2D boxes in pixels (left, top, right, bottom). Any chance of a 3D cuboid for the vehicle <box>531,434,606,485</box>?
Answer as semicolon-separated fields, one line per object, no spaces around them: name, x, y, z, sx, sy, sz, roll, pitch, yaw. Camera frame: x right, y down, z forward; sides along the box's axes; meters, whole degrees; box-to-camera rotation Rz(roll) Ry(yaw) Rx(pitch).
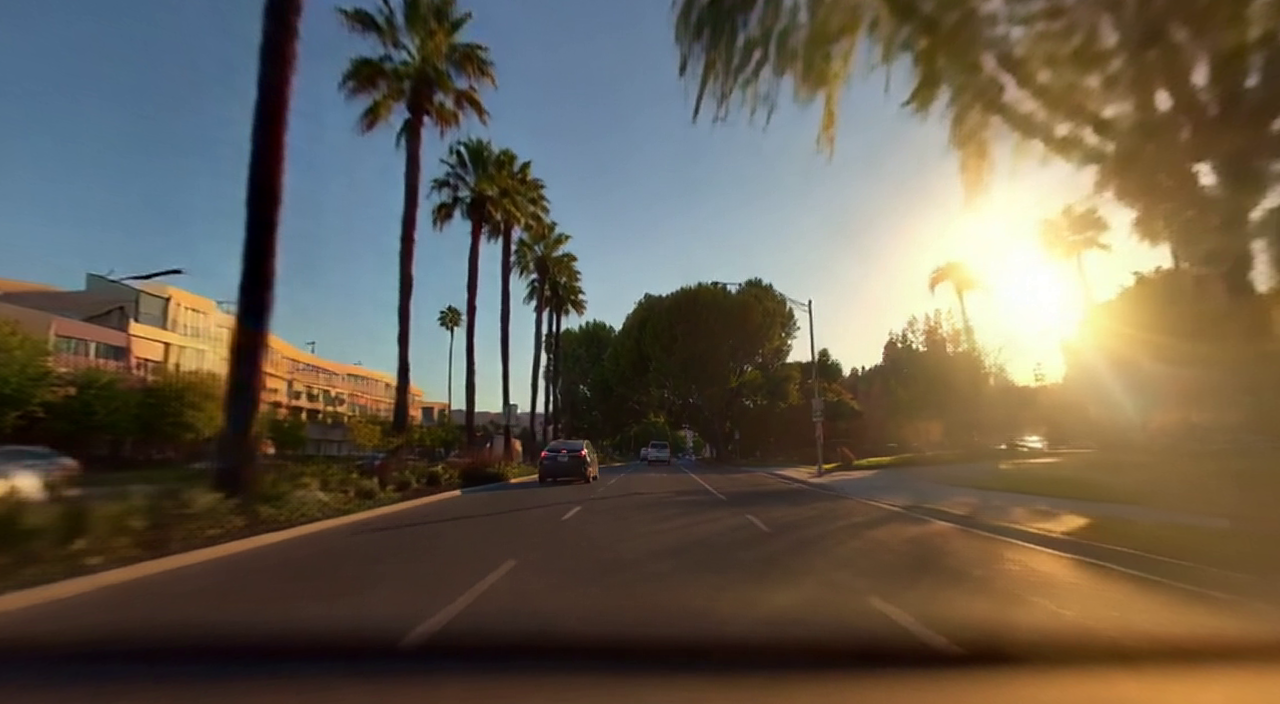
vehicle;-2.732;4.273;25.305;2.188;1.819;4.667;-1;-8;4

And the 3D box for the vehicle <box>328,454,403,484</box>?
vehicle;-15.678;6.702;36.185;2.195;1.559;4.362;0;-8;3

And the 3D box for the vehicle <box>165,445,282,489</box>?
vehicle;-20.212;5.564;30.792;2.146;1.913;4.993;0;-8;2

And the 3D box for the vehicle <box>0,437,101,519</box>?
vehicle;-16.281;3.034;15.188;2.142;1.913;4.745;0;-8;2
